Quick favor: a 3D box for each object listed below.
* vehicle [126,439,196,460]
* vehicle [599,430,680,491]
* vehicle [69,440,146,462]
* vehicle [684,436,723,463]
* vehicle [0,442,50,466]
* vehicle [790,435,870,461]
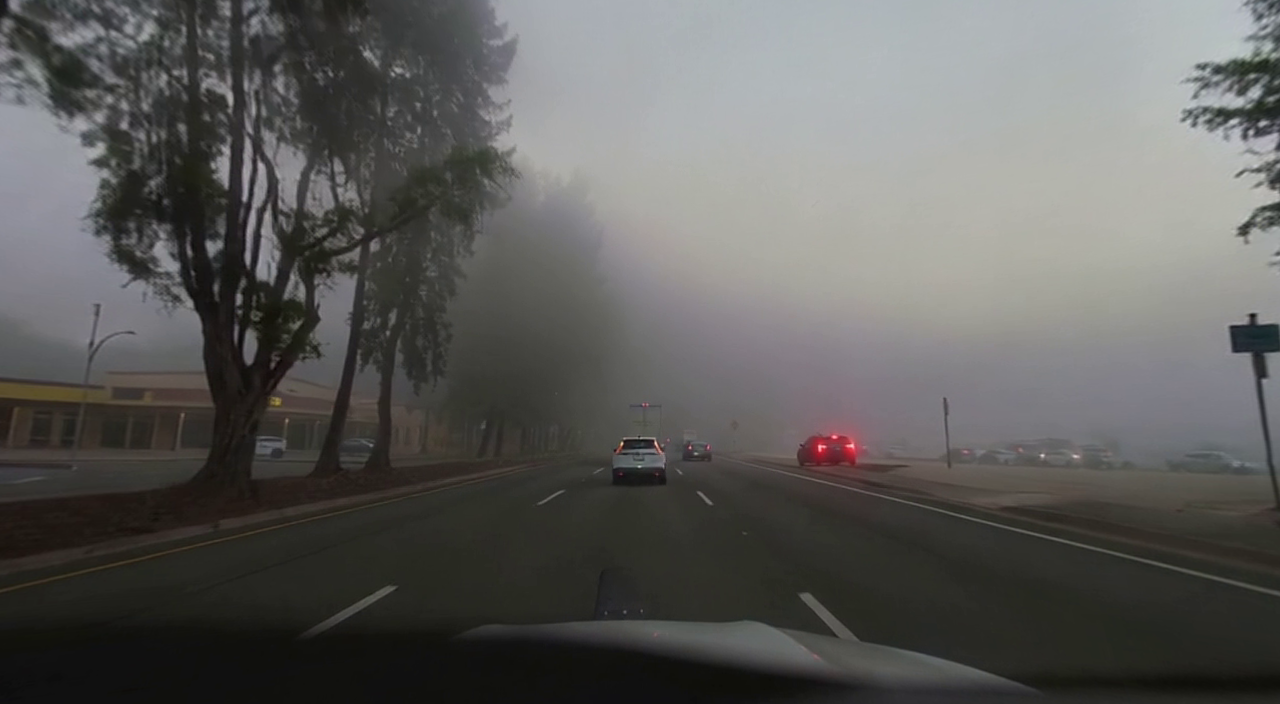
[{"bbox_3d":[-35.717,7.302,46.895,3.714,1.510,1.917,4,-9,-23],"label":"vehicle"},{"bbox_3d":[-0.011,3.248,19.105,2.193,1.651,3.946,0,-8,0],"label":"vehicle"},{"bbox_3d":[-36.698,6.849,43.370,3.640,1.447,1.788,4,-9,-26],"label":"vehicle"},{"bbox_3d":[4.119,6.413,41.326,2.088,1.655,4.360,0,-8,0],"label":"vehicle"},{"bbox_3d":[-37.143,5.949,36.713,3.325,1.360,1.590,3,-9,-21],"label":"vehicle"},{"bbox_3d":[13.091,6.629,43.546,4.887,1.734,2.014,0,-8,2],"label":"vehicle"}]
